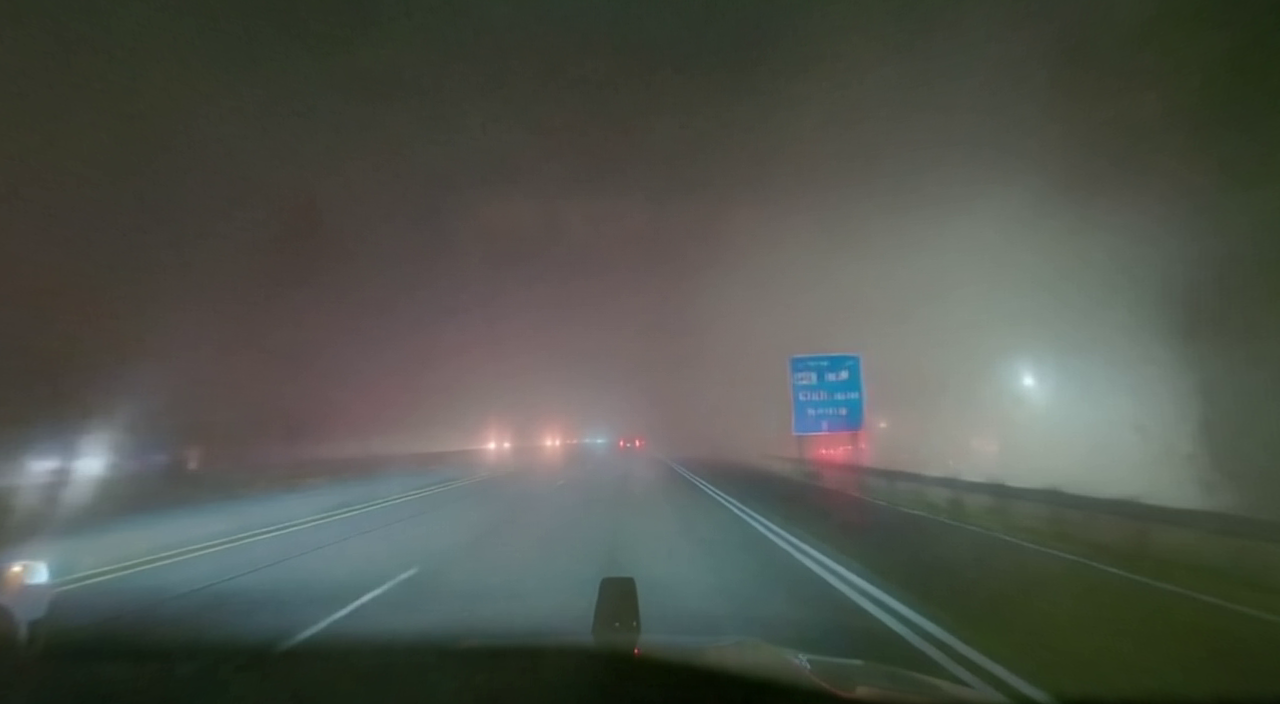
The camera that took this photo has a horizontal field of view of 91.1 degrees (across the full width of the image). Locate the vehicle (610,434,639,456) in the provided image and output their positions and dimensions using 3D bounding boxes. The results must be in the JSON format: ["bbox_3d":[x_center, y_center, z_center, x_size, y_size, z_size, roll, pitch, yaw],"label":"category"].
[{"bbox_3d":[-1.091,6.586,44.635,2.025,1.519,3.924,0,-8,-1],"label":"vehicle"}]
